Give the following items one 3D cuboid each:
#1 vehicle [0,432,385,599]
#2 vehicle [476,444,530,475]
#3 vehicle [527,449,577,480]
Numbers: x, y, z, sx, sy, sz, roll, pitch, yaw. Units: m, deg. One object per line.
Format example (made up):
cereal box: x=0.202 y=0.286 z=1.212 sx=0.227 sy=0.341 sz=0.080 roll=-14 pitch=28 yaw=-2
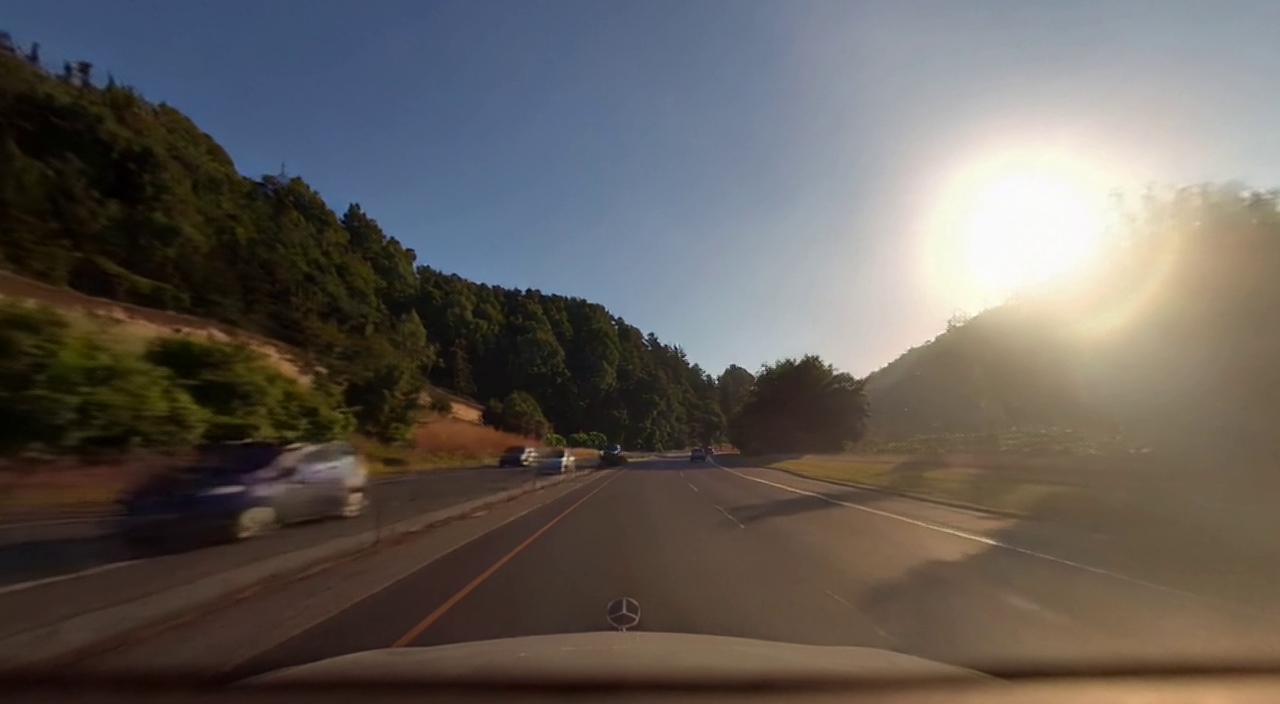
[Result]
vehicle: x=-5.391 y=1.856 z=8.256 sx=2.058 sy=1.501 sz=4.749 roll=0 pitch=-8 yaw=1
vehicle: x=-8.335 y=6.562 z=38.897 sx=2.154 sy=1.715 sz=4.579 roll=0 pitch=-8 yaw=2
vehicle: x=-4.633 y=5.991 z=33.953 sx=1.918 sy=1.473 sz=4.462 roll=0 pitch=-8 yaw=1
